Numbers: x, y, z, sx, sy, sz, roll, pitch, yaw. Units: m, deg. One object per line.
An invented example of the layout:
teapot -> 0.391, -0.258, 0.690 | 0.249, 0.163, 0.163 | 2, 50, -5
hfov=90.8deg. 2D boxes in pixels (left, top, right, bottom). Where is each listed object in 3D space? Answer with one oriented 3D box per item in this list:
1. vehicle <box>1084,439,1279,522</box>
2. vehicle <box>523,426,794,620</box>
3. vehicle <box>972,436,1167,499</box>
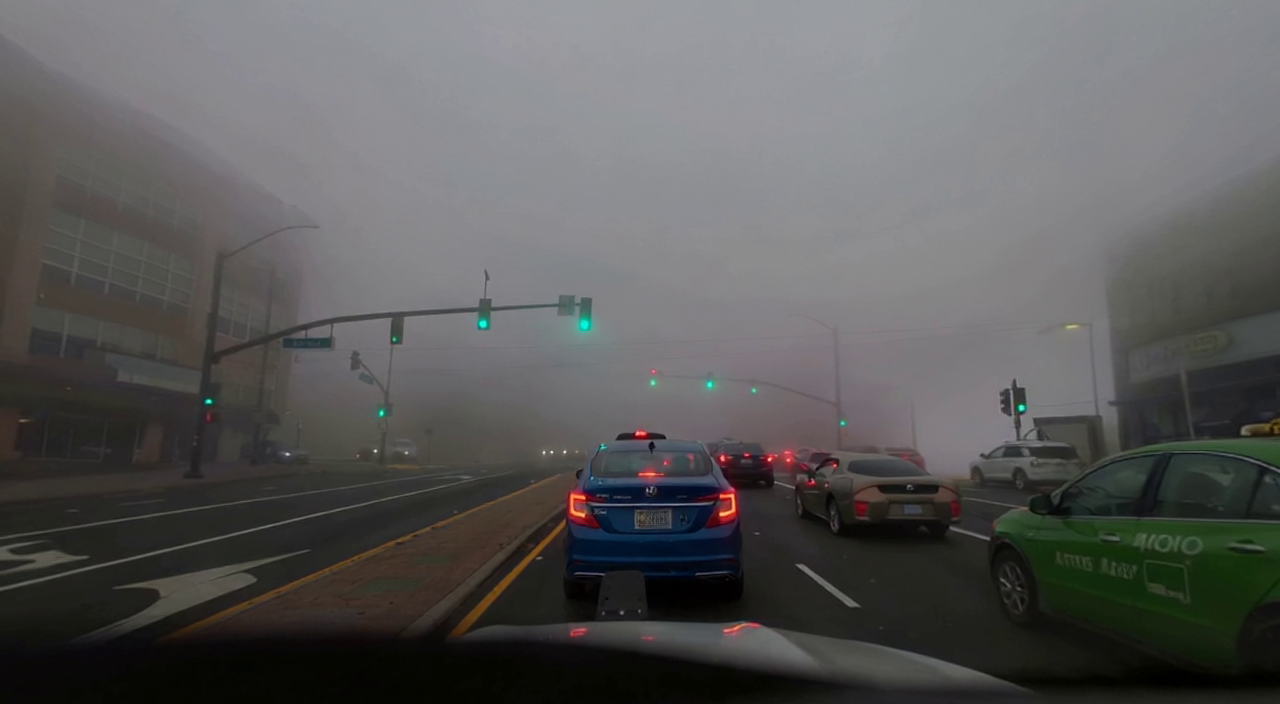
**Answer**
vehicle -> 14.190, 3.104, 15.956 | 2.235, 1.721, 5.230 | 0, -9, 1
vehicle -> 0.132, 1.634, 7.018 | 2.067, 1.471, 4.241 | 0, -9, 0
vehicle -> 14.069, 3.815, 21.359 | 2.309, 1.819, 5.793 | 1, -9, -3
